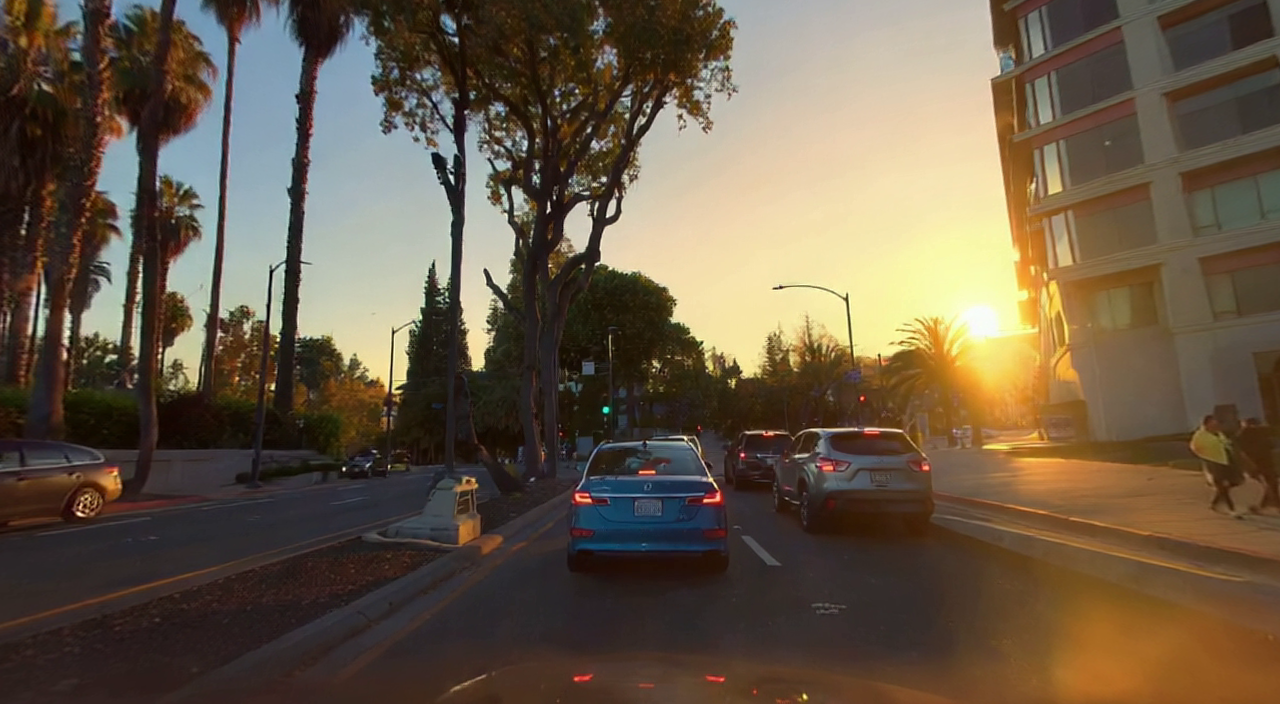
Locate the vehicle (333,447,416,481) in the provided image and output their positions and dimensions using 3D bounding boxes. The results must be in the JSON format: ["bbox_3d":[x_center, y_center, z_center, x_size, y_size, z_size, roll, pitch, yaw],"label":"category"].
[{"bbox_3d":[-13.176,5.565,31.707,1.965,1.507,4.725,-1,-8,2],"label":"vehicle"}]

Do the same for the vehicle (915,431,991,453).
[{"bbox_3d":[22.753,6.551,46.001,4.479,1.513,2.074,1,-9,-7],"label":"vehicle"}]

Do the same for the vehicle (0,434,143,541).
[{"bbox_3d":[-13.050,2.717,12.280,2.240,1.964,5.707,-6,-8,0],"label":"vehicle"}]

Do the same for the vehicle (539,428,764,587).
[{"bbox_3d":[0.148,1.750,7.938,2.088,1.452,3.993,0,-8,1],"label":"vehicle"}]

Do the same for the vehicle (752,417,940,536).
[{"bbox_3d":[3.410,2.155,11.508,2.003,1.733,4.319,0,-8,1],"label":"vehicle"}]
